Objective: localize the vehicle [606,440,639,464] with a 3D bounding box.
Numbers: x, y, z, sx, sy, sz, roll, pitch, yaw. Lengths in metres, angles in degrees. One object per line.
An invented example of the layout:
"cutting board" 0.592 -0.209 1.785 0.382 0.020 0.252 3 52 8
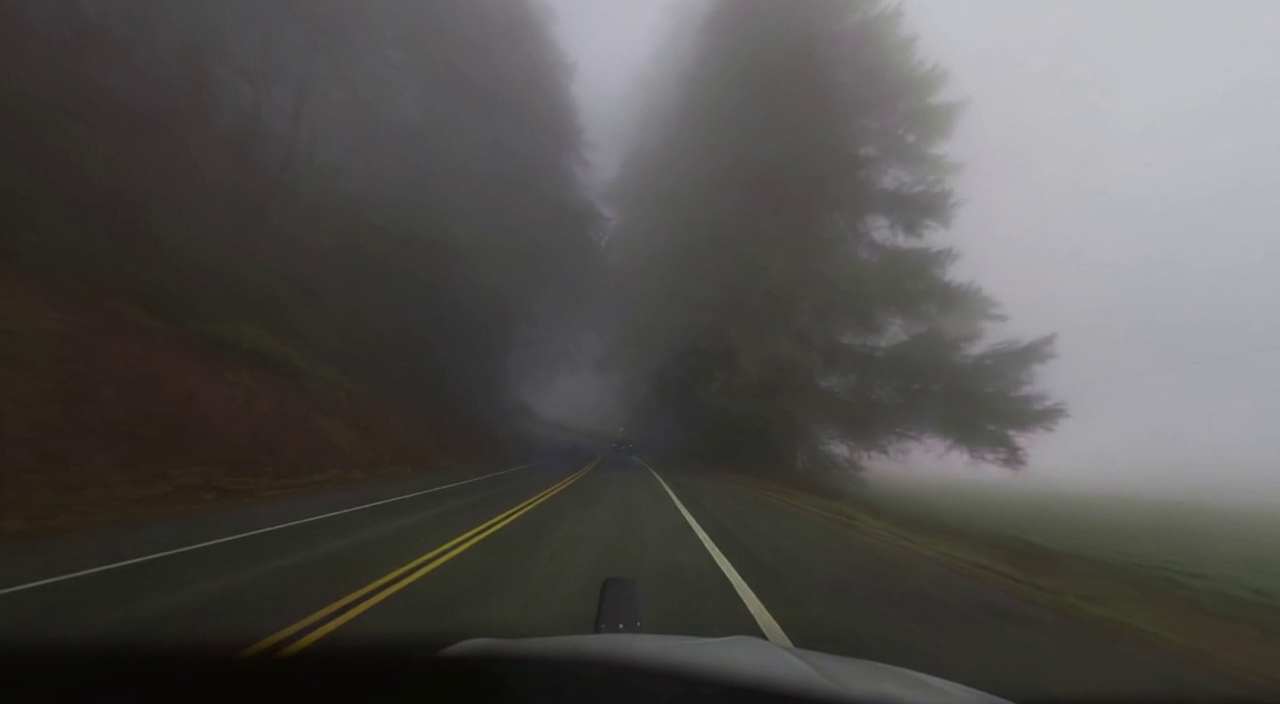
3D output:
"vehicle" -1.162 6.564 41.524 2.042 1.489 3.963 0 -9 -2
